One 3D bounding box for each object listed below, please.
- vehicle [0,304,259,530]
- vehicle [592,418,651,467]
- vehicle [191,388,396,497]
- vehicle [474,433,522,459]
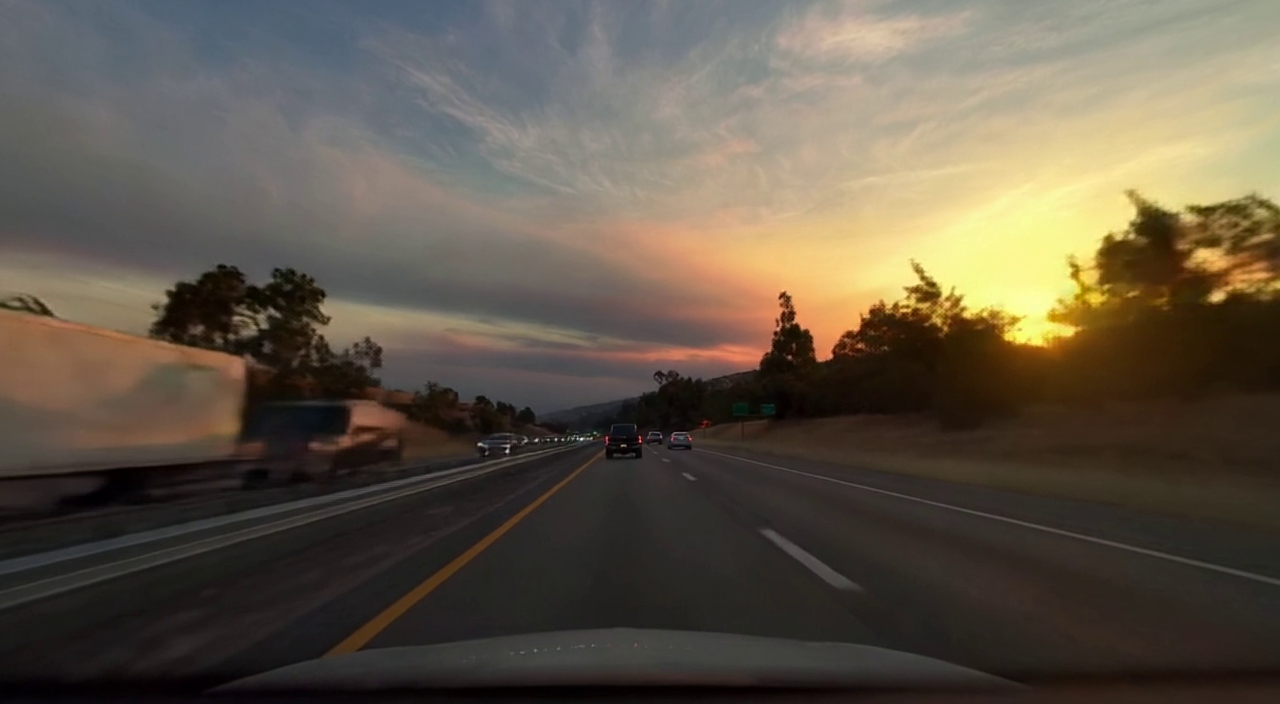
[{"bbox_3d":[-13.804,1.379,12.990,3.183,4.272,14.168,0,-8,-1],"label":"vehicle"},{"bbox_3d":[-0.852,4.146,29.028,2.503,2.044,4.633,0,-8,-2],"label":"vehicle"},{"bbox_3d":[-9.563,2.610,18.364,2.496,2.608,6.293,0,-8,-2],"label":"vehicle"},{"bbox_3d":[-9.834,6.555,44.154,2.293,1.670,4.765,0,-8,-1],"label":"vehicle"}]
